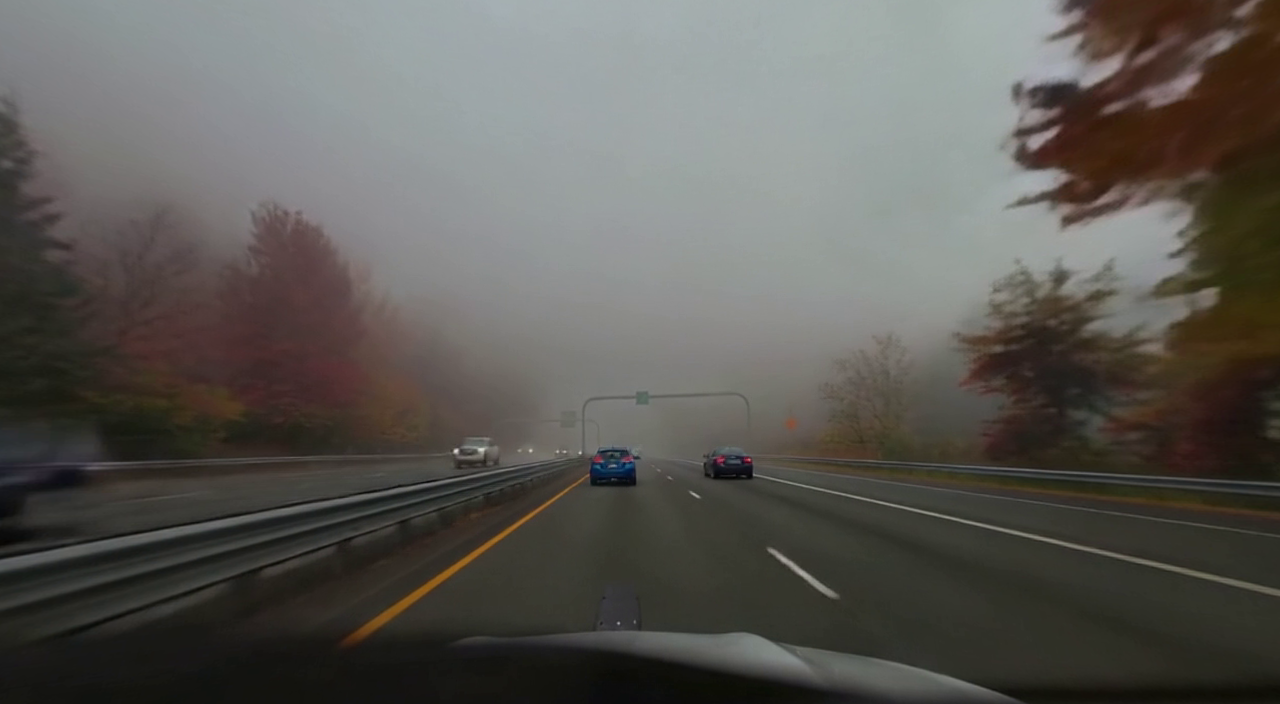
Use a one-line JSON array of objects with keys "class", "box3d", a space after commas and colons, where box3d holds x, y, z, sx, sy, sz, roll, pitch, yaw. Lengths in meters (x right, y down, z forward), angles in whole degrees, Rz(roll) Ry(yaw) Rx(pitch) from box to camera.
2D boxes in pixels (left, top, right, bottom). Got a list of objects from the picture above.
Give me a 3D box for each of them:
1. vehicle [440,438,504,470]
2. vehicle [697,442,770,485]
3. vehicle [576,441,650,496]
[{"class": "vehicle", "box3d": [-9.554, 5.859, 36.088, 2.512, 1.641, 4.748, 0, -9, -1]}, {"class": "vehicle", "box3d": [3.710, 4.527, 25.676, 2.300, 1.595, 4.144, -1, -9, 0]}, {"class": "vehicle", "box3d": [-0.797, 3.692, 20.220, 2.128, 1.516, 4.410, 0, -9, -1]}]
